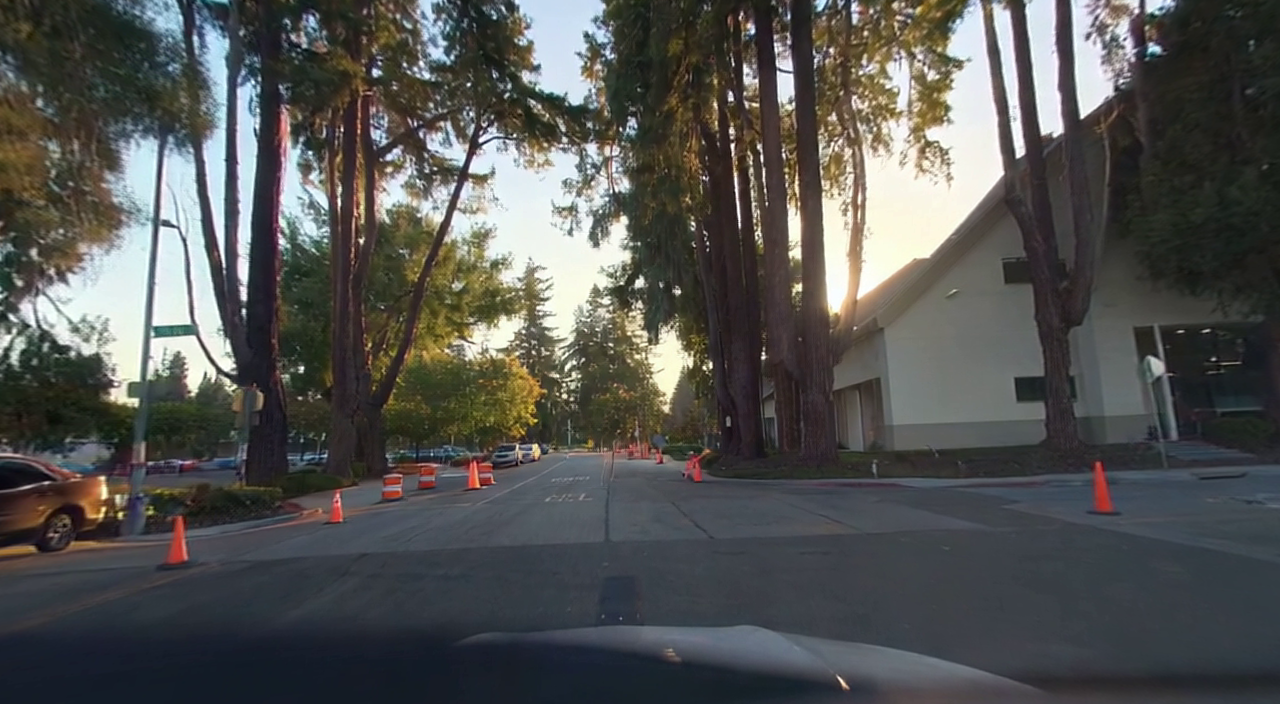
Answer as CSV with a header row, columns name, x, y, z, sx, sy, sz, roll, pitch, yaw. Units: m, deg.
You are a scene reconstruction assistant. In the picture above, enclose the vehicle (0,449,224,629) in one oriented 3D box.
name,x,y,z,sx,sy,sz,roll,pitch,yaw
vehicle,-7.625,1.780,5.855,2.961,1.701,7.563,1,-8,-5
